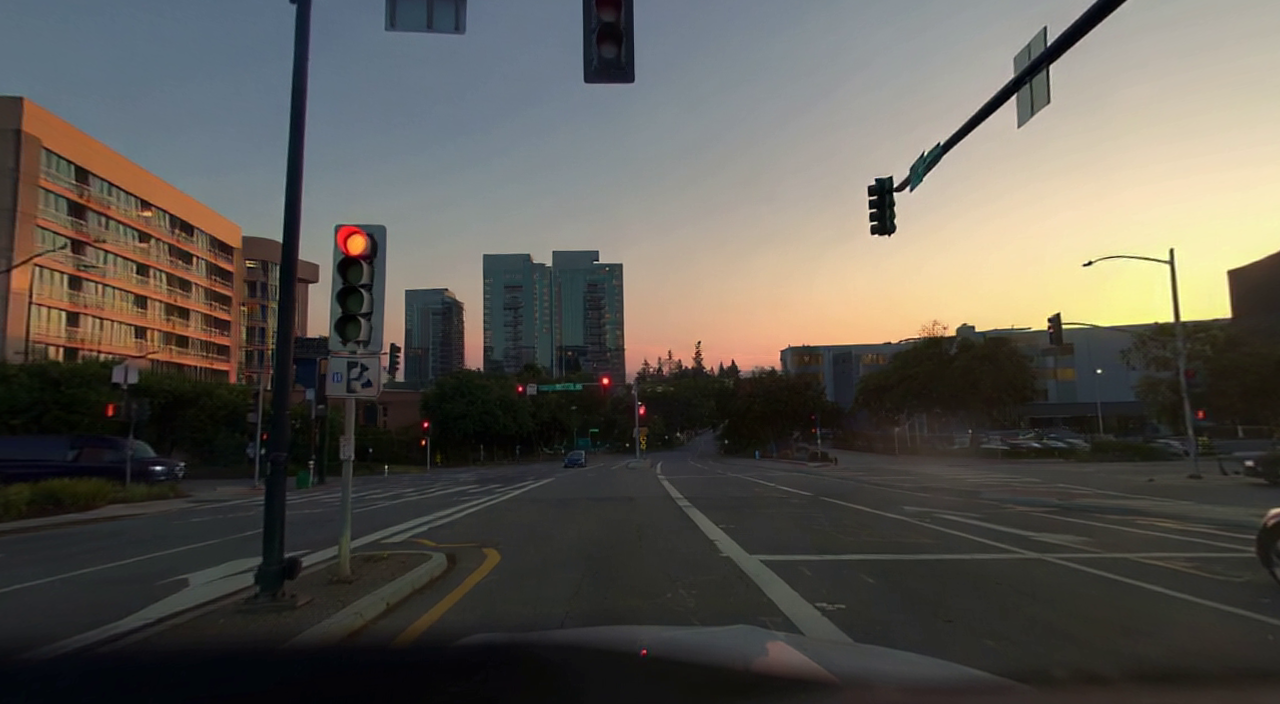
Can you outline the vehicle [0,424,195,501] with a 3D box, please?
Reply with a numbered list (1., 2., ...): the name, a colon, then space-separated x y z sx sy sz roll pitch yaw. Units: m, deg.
1. vehicle: -24.269 4.818 27.590 7.088 3.096 2.678 0 -9 -2
